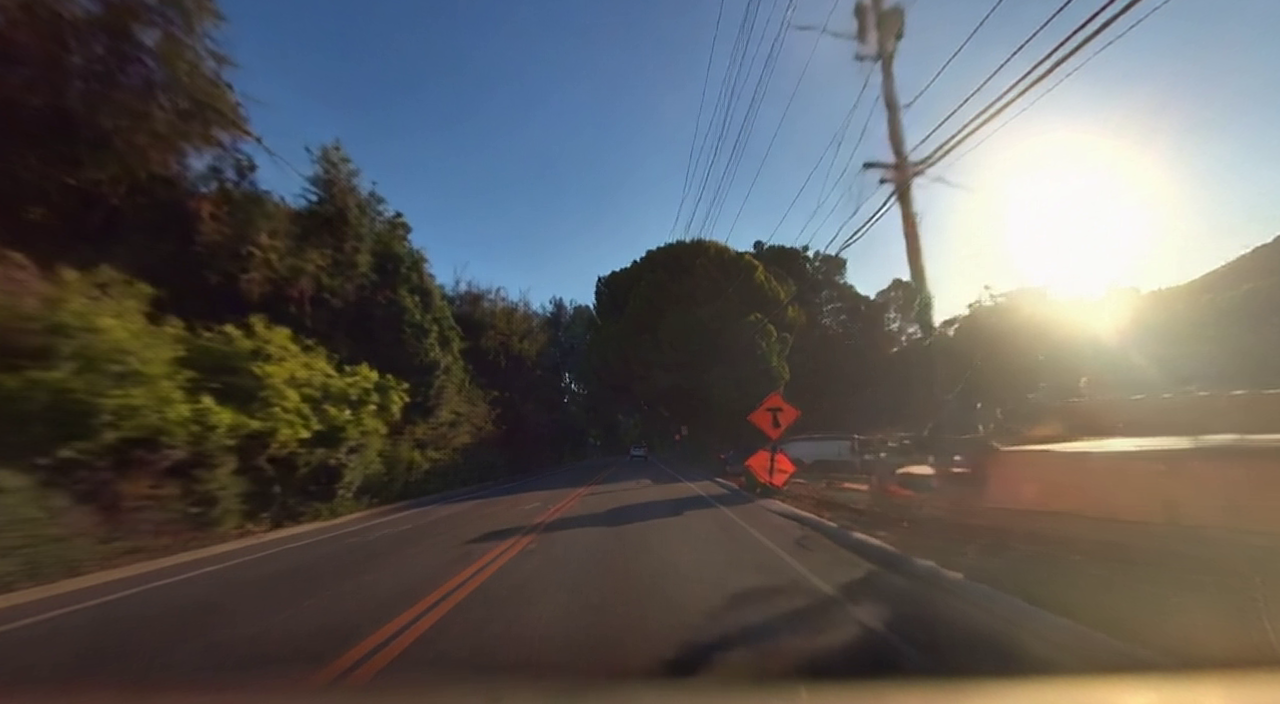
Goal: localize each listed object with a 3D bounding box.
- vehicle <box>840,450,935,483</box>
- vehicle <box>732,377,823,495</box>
[{"bbox_3d":[12.219,5.595,31.090,4.715,1.469,1.900,6,-9,-32],"label":"vehicle"},{"bbox_3d":[4.068,2.523,19.060,2.374,3.357,1.724,0,-9,4],"label":"vehicle"}]
